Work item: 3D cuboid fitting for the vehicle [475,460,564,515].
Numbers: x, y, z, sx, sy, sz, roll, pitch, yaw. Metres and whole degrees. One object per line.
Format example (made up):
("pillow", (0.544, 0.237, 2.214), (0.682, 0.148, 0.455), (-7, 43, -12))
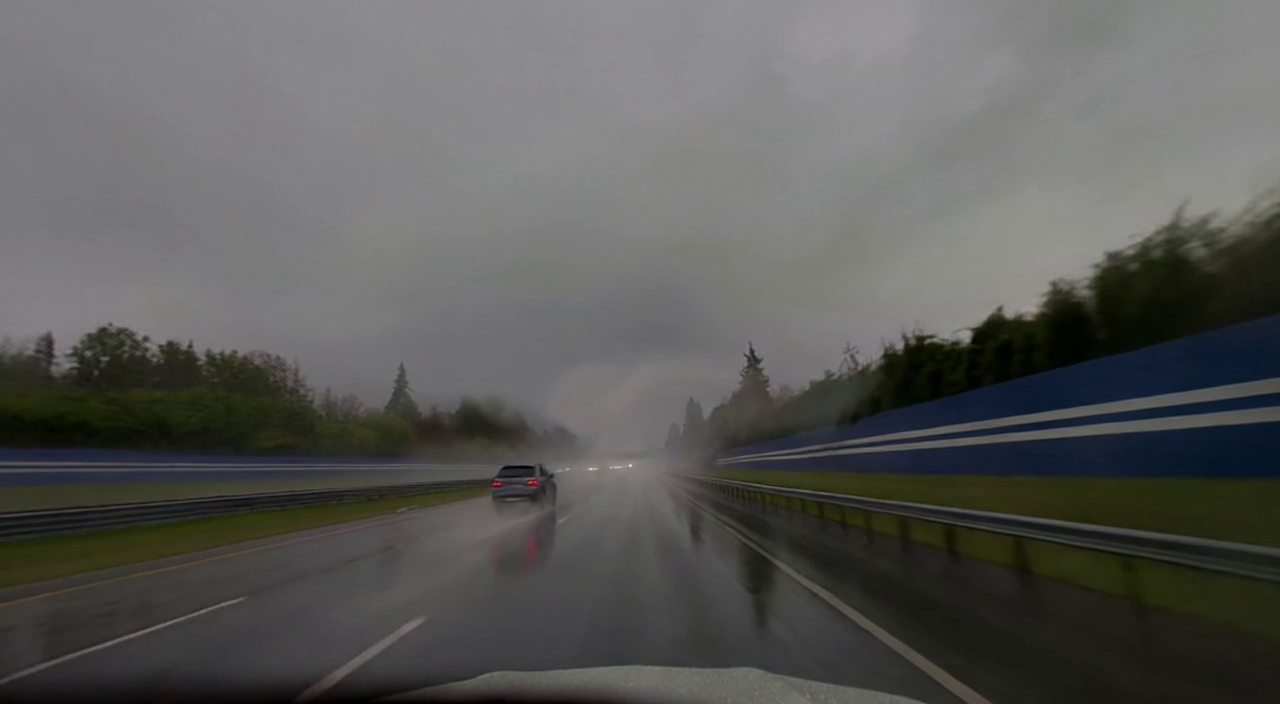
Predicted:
("vehicle", (-3.613, 4.164, 19.640), (1.985, 1.515, 3.839), (1, -11, 0))
